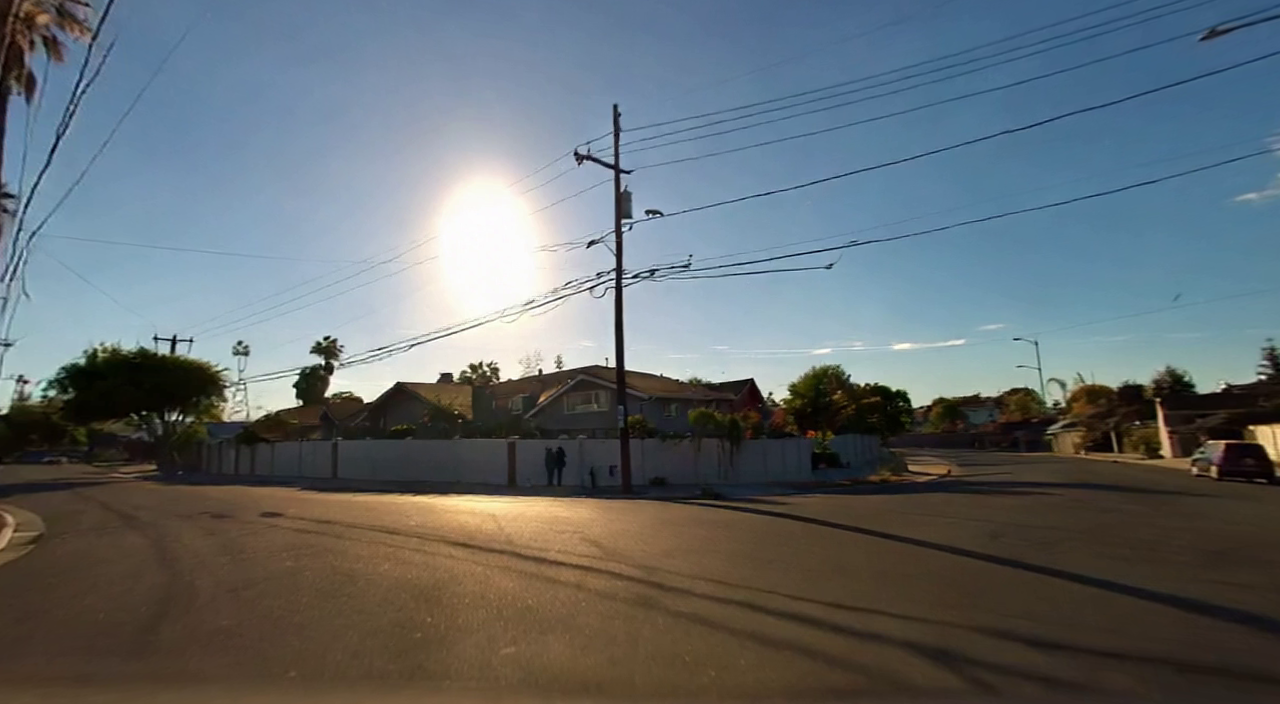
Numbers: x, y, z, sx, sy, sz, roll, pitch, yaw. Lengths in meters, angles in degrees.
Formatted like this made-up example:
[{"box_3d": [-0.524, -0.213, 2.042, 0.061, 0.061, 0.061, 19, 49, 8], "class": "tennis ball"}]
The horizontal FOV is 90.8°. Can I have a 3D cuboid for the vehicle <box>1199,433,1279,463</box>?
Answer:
[{"box_3d": [31.124, 4.834, 31.964, 3.842, 1.453, 1.805, -4, -9, 29], "class": "vehicle"}]
